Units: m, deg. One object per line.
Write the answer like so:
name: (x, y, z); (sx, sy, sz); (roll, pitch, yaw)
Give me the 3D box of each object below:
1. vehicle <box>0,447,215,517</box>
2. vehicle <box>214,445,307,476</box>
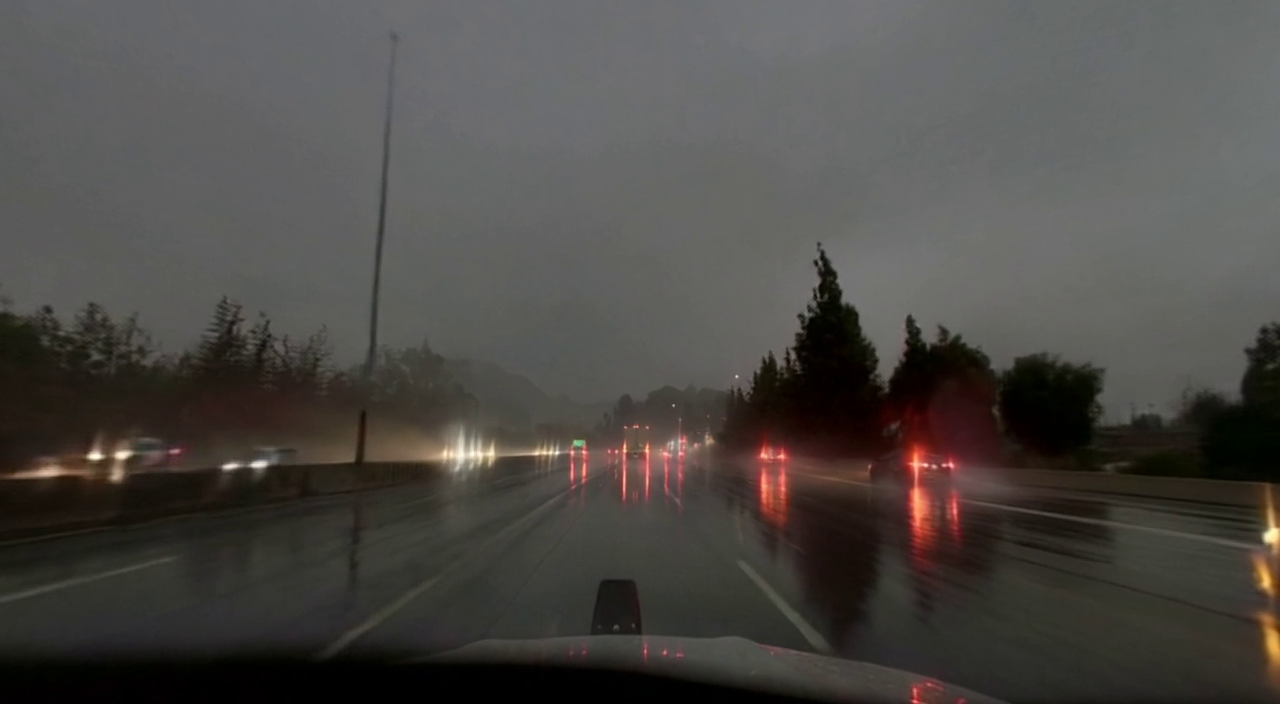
vehicle: (-12.891, 3.077, 15.474); (2.040, 1.449, 4.216); (0, -9, 0)
vehicle: (-19.167, 5.477, 32.172); (1.841, 1.460, 4.708); (0, -9, 0)
